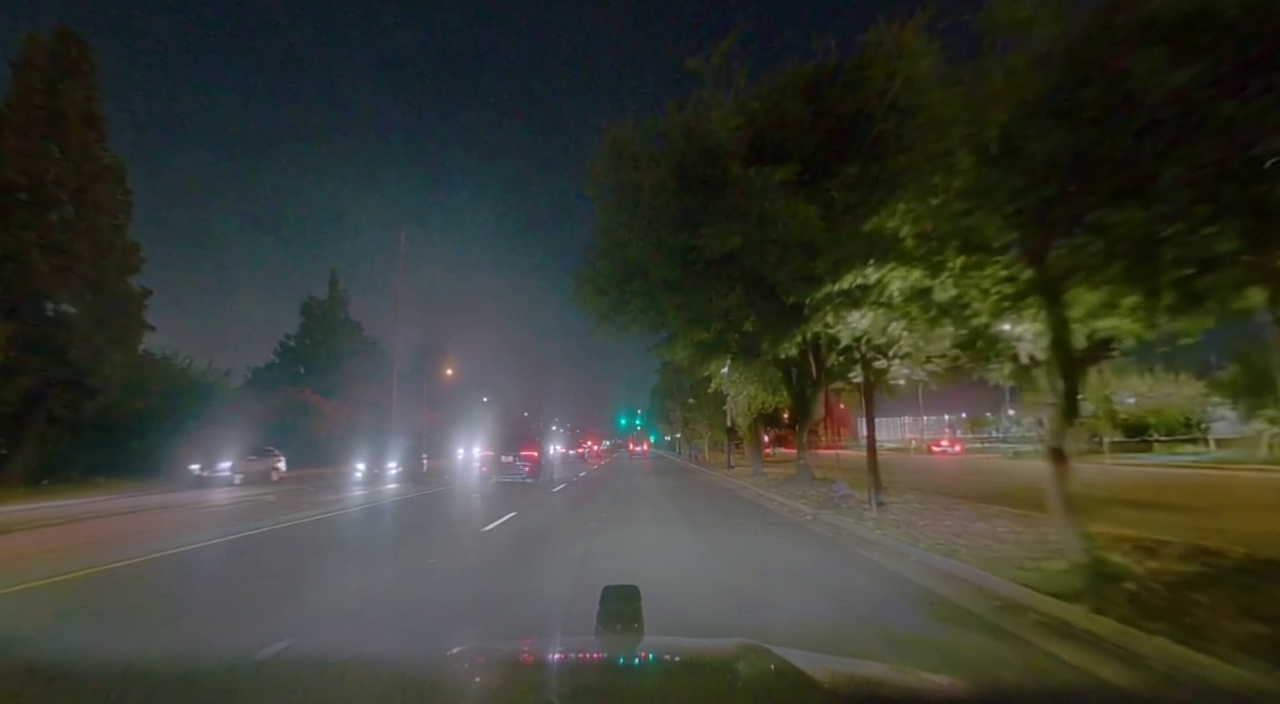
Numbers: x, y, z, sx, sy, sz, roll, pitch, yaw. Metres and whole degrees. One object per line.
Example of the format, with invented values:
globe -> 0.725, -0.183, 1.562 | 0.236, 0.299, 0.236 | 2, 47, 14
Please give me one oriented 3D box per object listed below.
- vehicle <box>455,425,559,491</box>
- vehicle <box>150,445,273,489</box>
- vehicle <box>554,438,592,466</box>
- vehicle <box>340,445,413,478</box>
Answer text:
vehicle -> -3.973, 3.274, 19.773 | 2.189, 1.807, 4.467 | 0, -8, 1
vehicle -> -17.988, 4.823, 26.865 | 2.107, 1.676, 4.481 | 0, -8, -1
vehicle -> -4.279, 6.449, 40.774 | 2.041, 1.698, 4.094 | 0, -8, -1
vehicle -> -13.683, 5.668, 33.086 | 1.942, 1.579, 4.409 | 1, -8, 0
